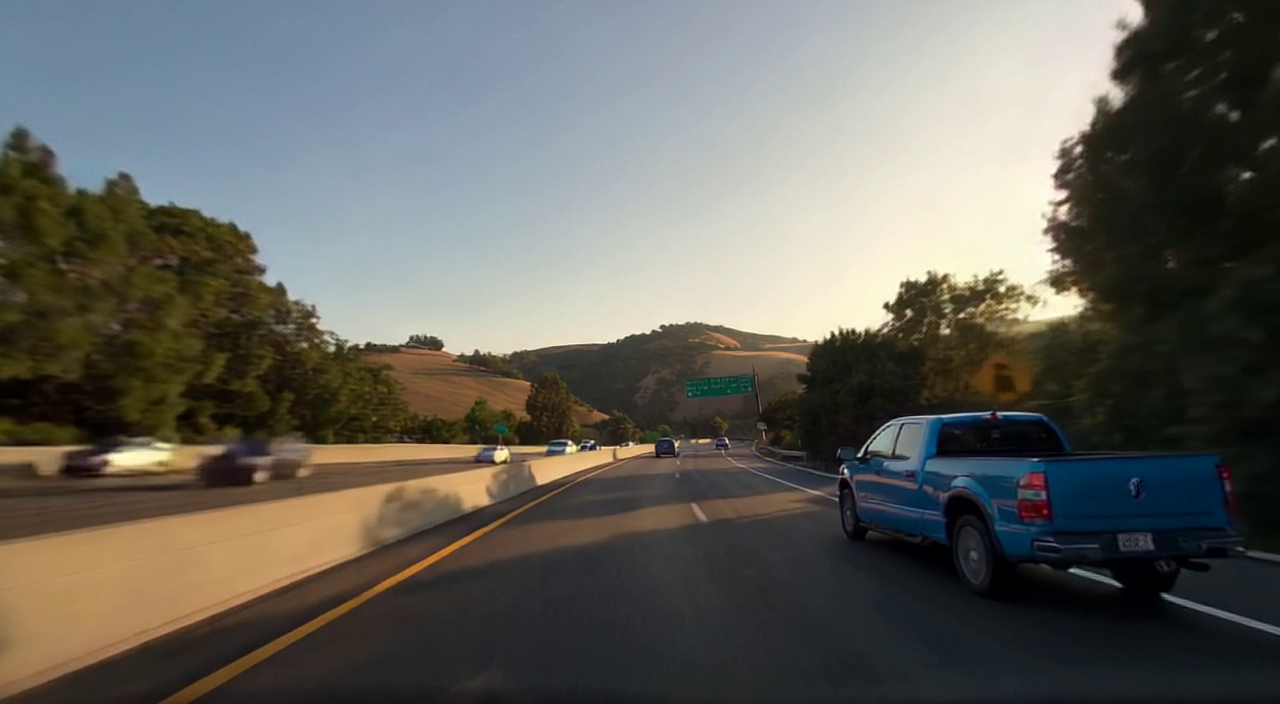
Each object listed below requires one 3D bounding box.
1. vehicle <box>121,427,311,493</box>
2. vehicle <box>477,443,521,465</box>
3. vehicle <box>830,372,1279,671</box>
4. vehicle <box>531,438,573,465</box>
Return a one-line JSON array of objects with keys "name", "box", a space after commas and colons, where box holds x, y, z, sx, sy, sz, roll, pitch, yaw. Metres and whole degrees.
[{"name": "vehicle", "box": [-14.306, 3.685, 21.985, 2.563, 1.966, 5.726, 0, -8, 1]}, {"name": "vehicle", "box": [-9.999, 7.232, 45.119, 1.879, 1.455, 4.538, 0, -8, 4]}, {"name": "vehicle", "box": [3.667, 1.325, 6.132, 2.151, 1.744, 4.709, 0, -8, 0]}, {"name": "vehicle", "box": [-6.167, 7.021, 44.896, 2.041, 1.776, 4.570, 0, -8, 4]}]
